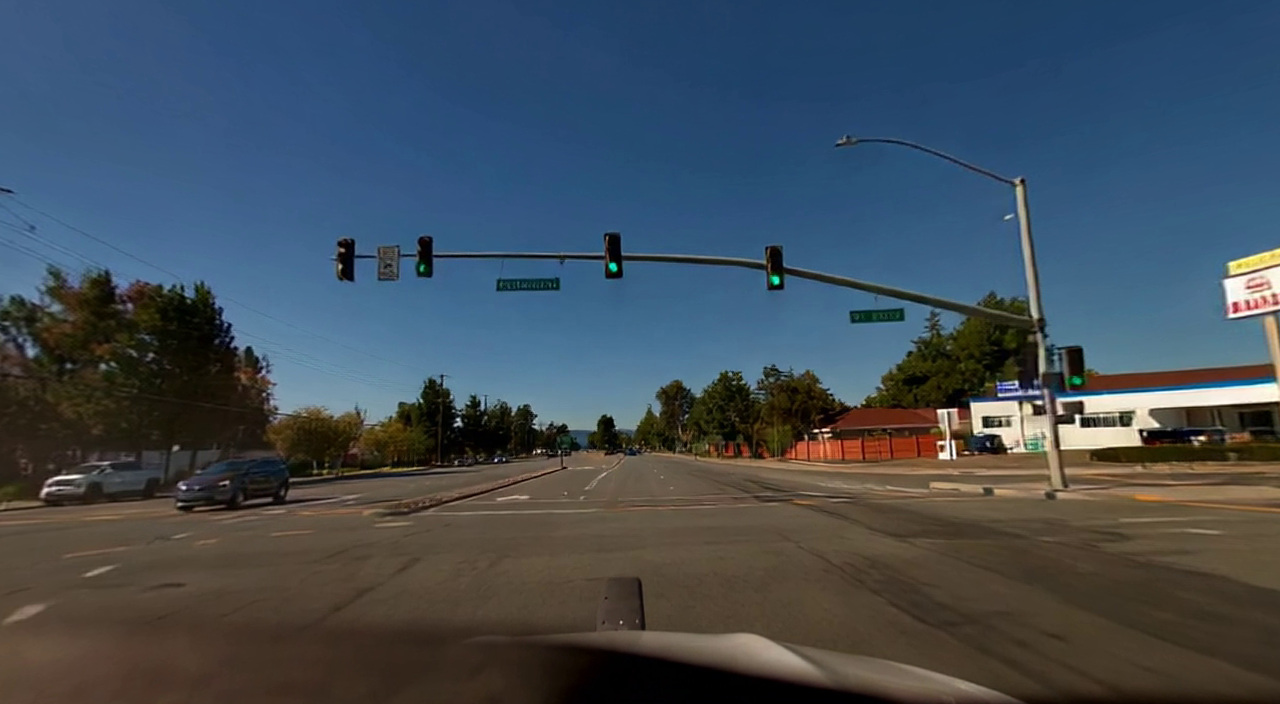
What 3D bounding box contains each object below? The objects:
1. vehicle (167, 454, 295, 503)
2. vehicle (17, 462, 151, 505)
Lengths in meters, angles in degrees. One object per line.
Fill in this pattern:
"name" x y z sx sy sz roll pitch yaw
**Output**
"vehicle" -15.326 4.727 24.026 2.053 1.598 4.336 0 -9 -2
"vehicle" -24.906 5.861 28.567 2.098 1.684 4.388 0 -9 -2
